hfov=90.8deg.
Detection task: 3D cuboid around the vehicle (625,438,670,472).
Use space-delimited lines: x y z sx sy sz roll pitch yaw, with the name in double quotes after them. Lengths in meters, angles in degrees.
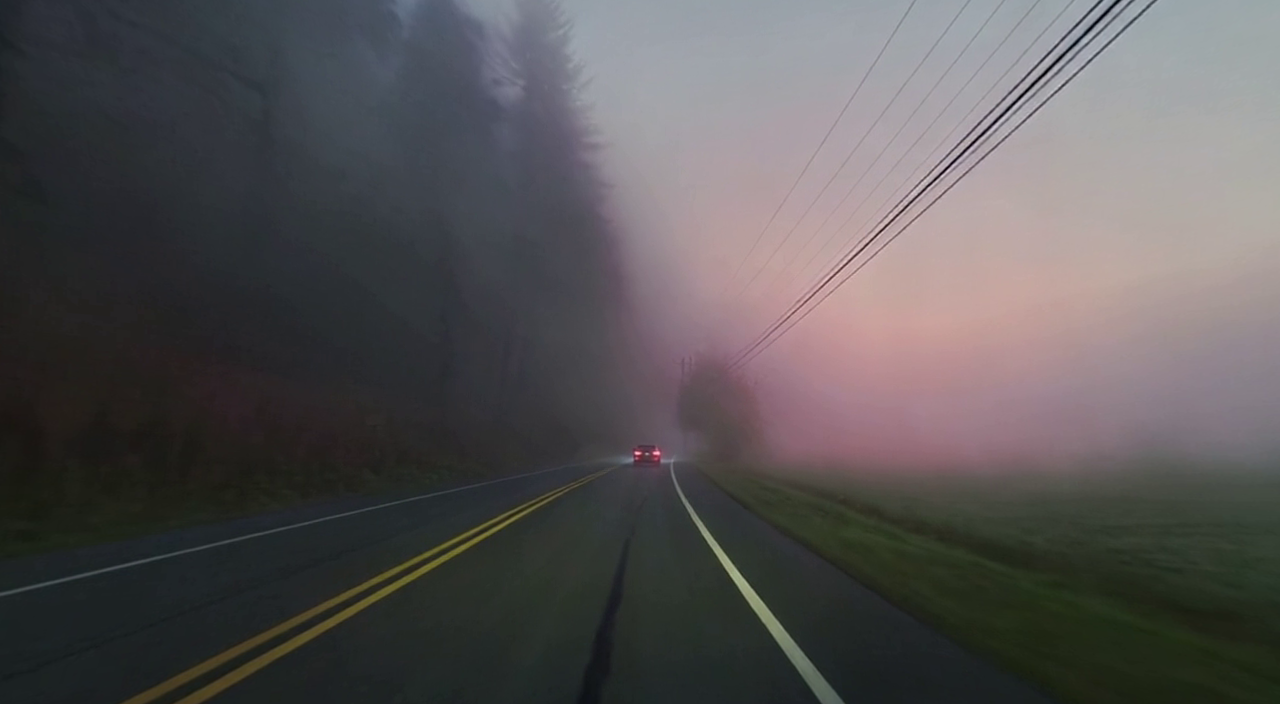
0.415 5.031 31.101 2.059 1.524 3.963 0 -8 2 "vehicle"
